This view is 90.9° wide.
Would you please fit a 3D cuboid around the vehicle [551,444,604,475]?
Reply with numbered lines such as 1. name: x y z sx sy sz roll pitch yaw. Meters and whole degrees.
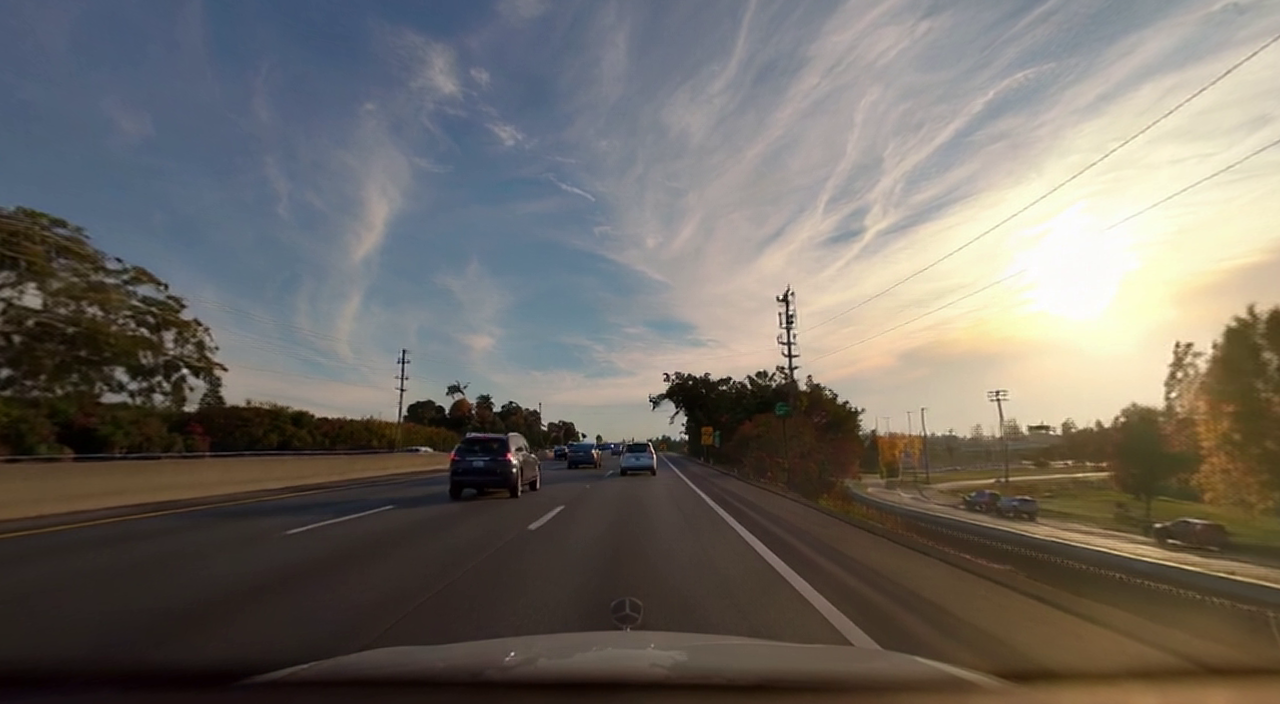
1. vehicle: -3.090 5.410 32.054 2.092 1.464 4.466 -1 -8 2

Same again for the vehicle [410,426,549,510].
1. vehicle: -3.728 2.785 15.653 2.104 1.754 4.515 0 -8 2

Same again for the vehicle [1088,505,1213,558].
1. vehicle: 22.235 7.789 27.758 1.826 1.625 4.758 -1 -8 6

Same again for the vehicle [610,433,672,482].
1. vehicle: 0.089 4.252 25.759 2.319 1.813 4.274 0 -8 2

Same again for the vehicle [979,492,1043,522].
1. vehicle: 24.468 10.219 41.761 1.985 1.513 4.339 -1 -8 7
